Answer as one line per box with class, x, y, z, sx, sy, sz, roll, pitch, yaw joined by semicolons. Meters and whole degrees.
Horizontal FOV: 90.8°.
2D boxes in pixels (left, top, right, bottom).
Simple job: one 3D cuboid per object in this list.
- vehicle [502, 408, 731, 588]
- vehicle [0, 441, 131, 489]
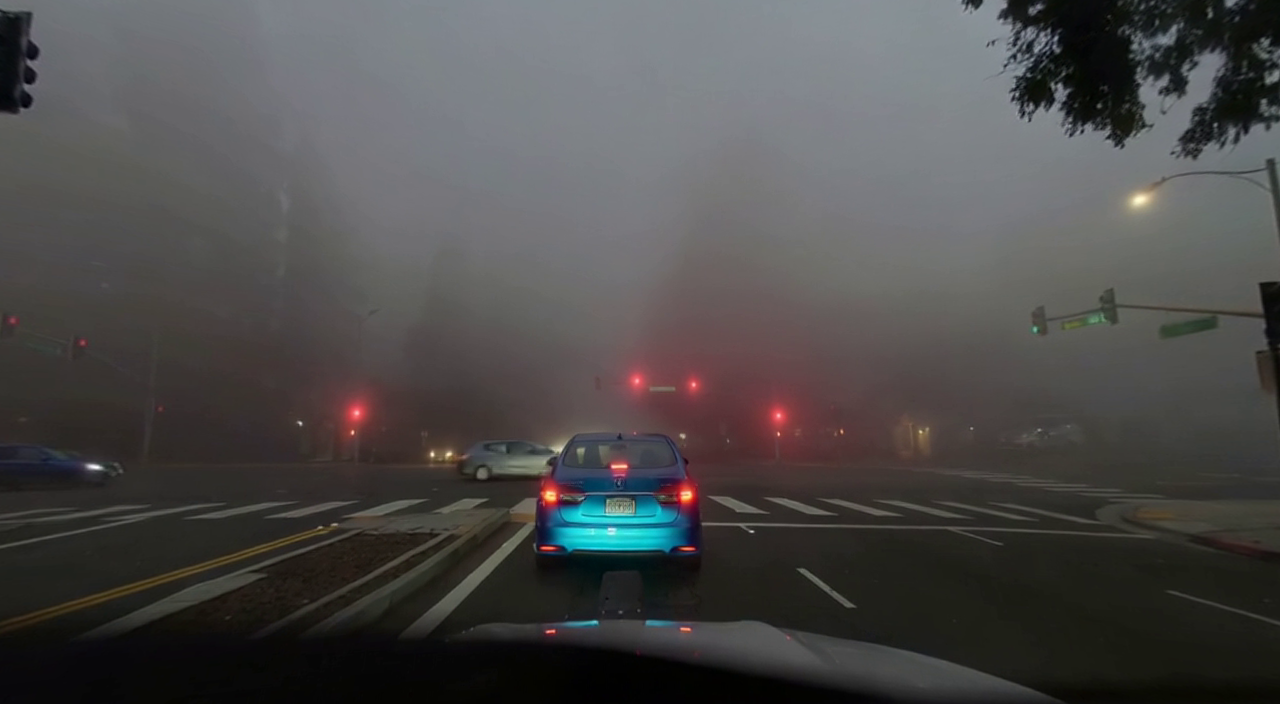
vehicle;-0.243;1.611;7.760;2.066;1.618;3.922;0;-8;-1
vehicle;-21.615;4.025;22.661;4.891;1.591;2.067;0;-8;0
